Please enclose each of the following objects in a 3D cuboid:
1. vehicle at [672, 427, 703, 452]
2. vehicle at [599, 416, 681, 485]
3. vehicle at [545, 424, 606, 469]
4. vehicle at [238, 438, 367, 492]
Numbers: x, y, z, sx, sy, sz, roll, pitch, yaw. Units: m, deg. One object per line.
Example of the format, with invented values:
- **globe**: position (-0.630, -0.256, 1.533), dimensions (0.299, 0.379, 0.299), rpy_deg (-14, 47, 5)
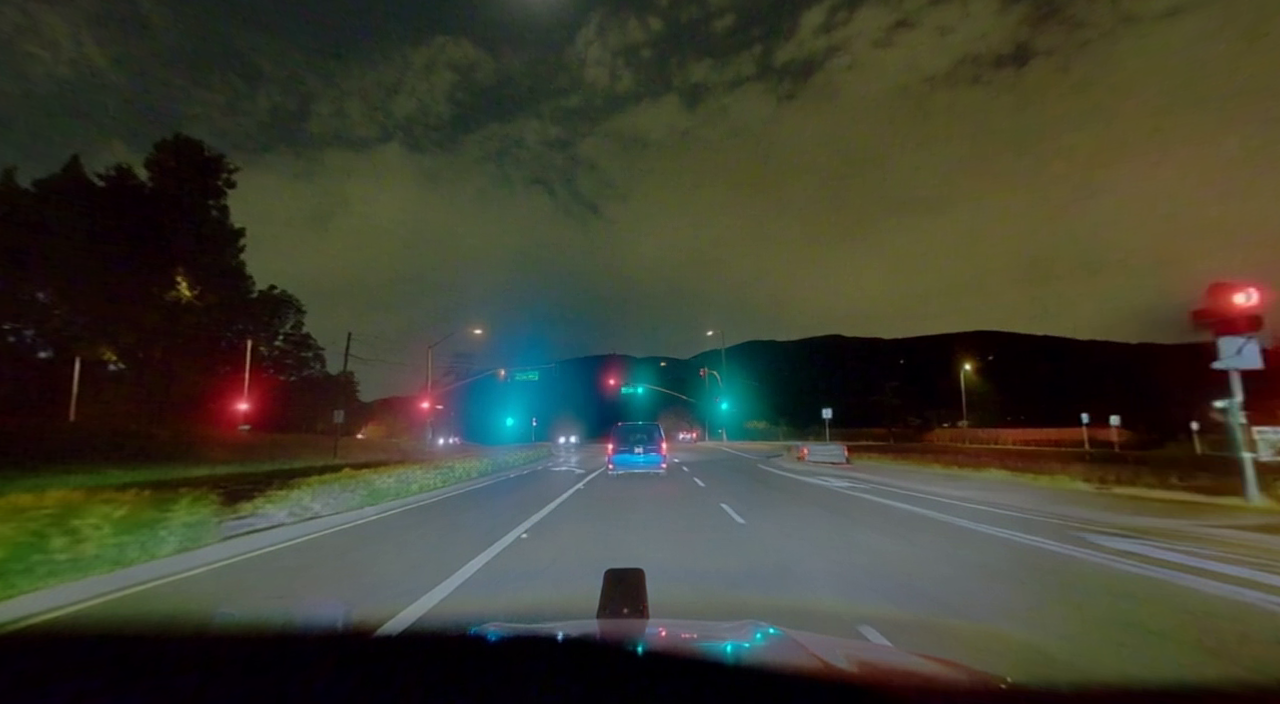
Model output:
- **vehicle**: position (3.313, 6.215, 44.565), dimensions (1.817, 1.662, 3.843), rpy_deg (0, -8, -1)
- **vehicle**: position (0.047, 2.950, 19.036), dimensions (2.185, 1.822, 4.391), rpy_deg (0, -8, 1)
- **vehicle**: position (-2.747, 4.168, 27.811), dimensions (2.131, 1.783, 4.540), rpy_deg (0, -8, 1)
- **vehicle**: position (-10.380, 3.484, 19.841), dimensions (1.991, 1.469, 4.596), rpy_deg (1, -8, -7)
